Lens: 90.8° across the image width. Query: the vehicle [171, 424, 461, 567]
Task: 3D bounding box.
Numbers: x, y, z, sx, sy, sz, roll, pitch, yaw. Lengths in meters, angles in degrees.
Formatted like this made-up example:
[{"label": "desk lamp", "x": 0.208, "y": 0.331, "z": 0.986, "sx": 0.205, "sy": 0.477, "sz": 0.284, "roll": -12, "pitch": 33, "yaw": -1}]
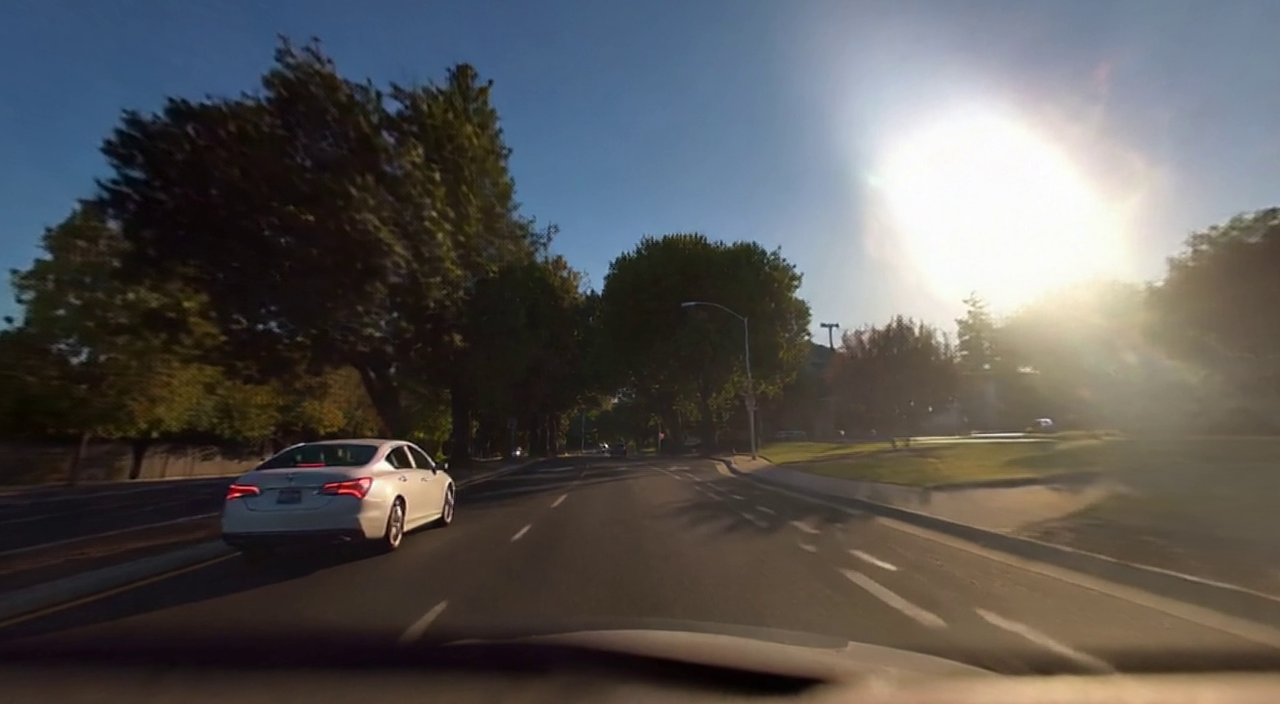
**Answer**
[{"label": "vehicle", "x": -4.112, "y": 1.869, "z": 9.013, "sx": 1.915, "sy": 1.521, "sz": 4.283, "roll": 0, "pitch": -9, "yaw": -1}]
